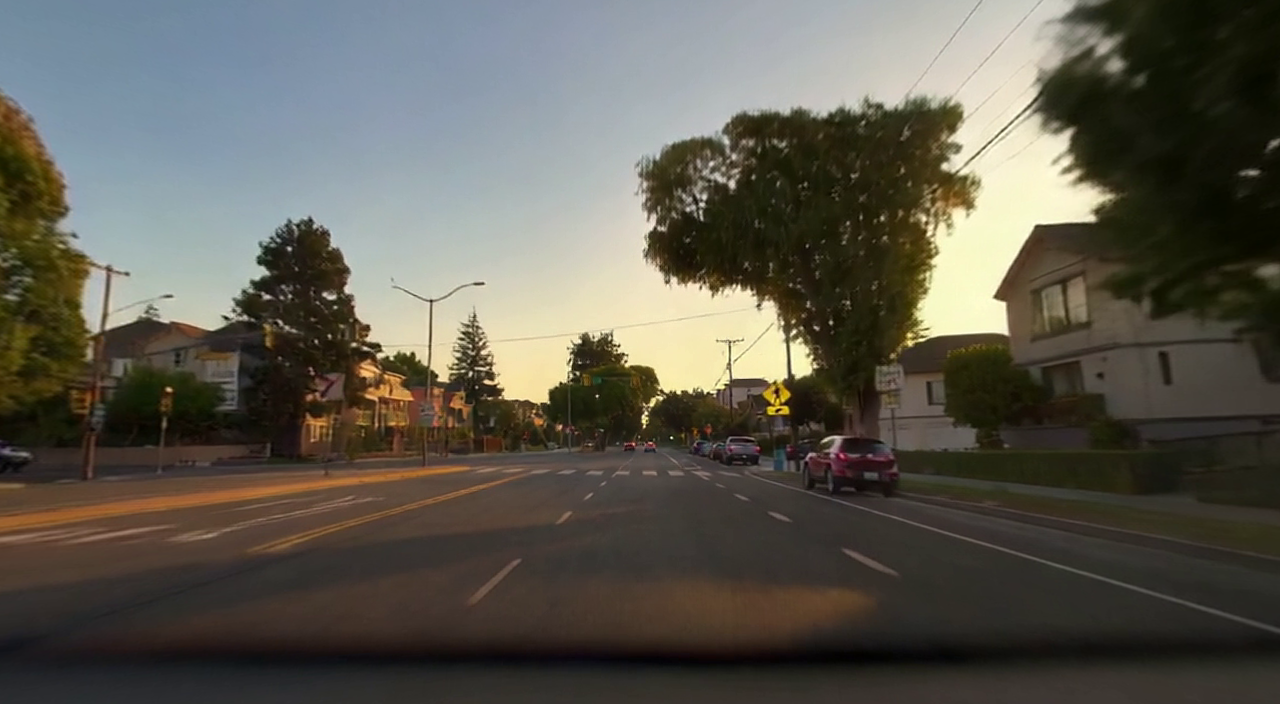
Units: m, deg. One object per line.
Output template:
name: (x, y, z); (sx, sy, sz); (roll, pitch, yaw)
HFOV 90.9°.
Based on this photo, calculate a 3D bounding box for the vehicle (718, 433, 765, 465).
vehicle: (6.586, 6.382, 41.570); (2.293, 1.942, 5.004); (0, -8, 1)

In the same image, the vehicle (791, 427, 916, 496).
vehicle: (6.106, 3.192, 18.753); (2.094, 1.766, 4.792); (0, -8, 1)
